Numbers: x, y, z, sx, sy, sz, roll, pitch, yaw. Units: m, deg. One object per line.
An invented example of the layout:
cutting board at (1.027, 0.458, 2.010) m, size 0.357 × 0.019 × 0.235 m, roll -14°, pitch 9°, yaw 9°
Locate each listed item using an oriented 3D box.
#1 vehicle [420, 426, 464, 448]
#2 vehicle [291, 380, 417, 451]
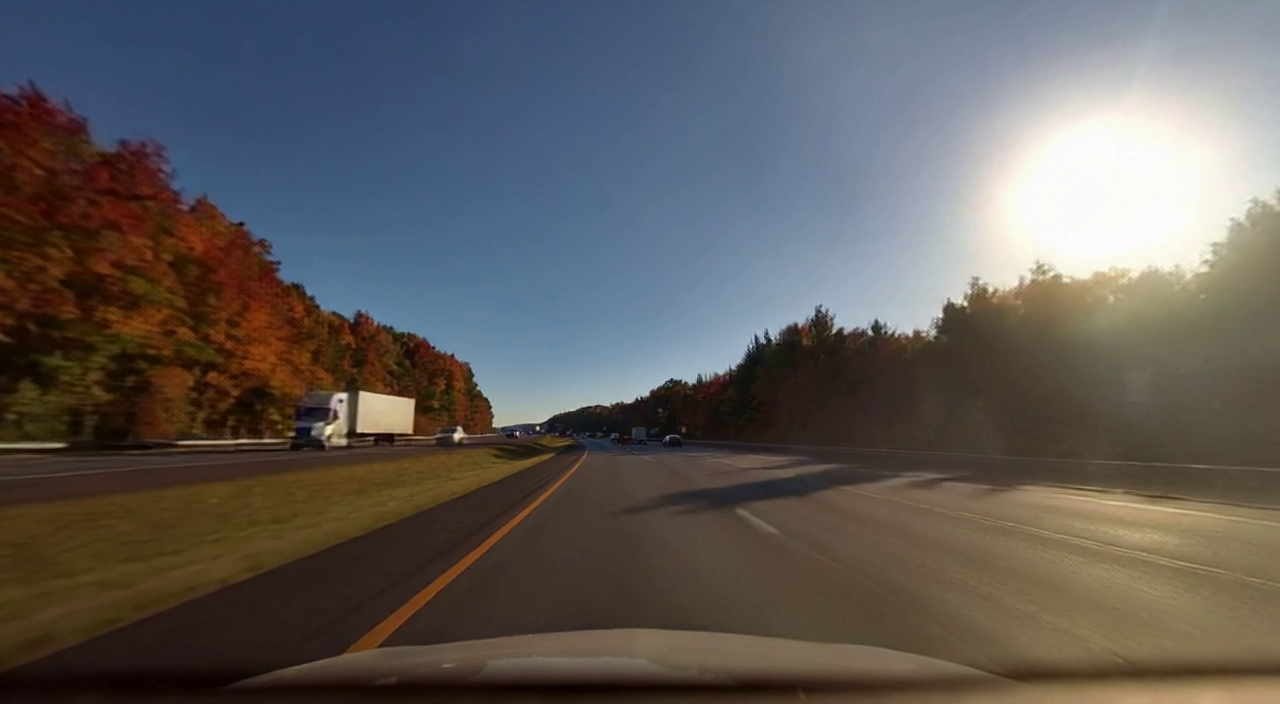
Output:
vehicle at (-14.833, 6.386, 47.386) m, size 1.926 × 1.561 × 4.710 m, roll 0°, pitch -8°, yaw -2°
vehicle at (-19.140, 4.637, 43.665) m, size 2.967 × 4.106 × 14.224 m, roll 0°, pitch -8°, yaw -4°
